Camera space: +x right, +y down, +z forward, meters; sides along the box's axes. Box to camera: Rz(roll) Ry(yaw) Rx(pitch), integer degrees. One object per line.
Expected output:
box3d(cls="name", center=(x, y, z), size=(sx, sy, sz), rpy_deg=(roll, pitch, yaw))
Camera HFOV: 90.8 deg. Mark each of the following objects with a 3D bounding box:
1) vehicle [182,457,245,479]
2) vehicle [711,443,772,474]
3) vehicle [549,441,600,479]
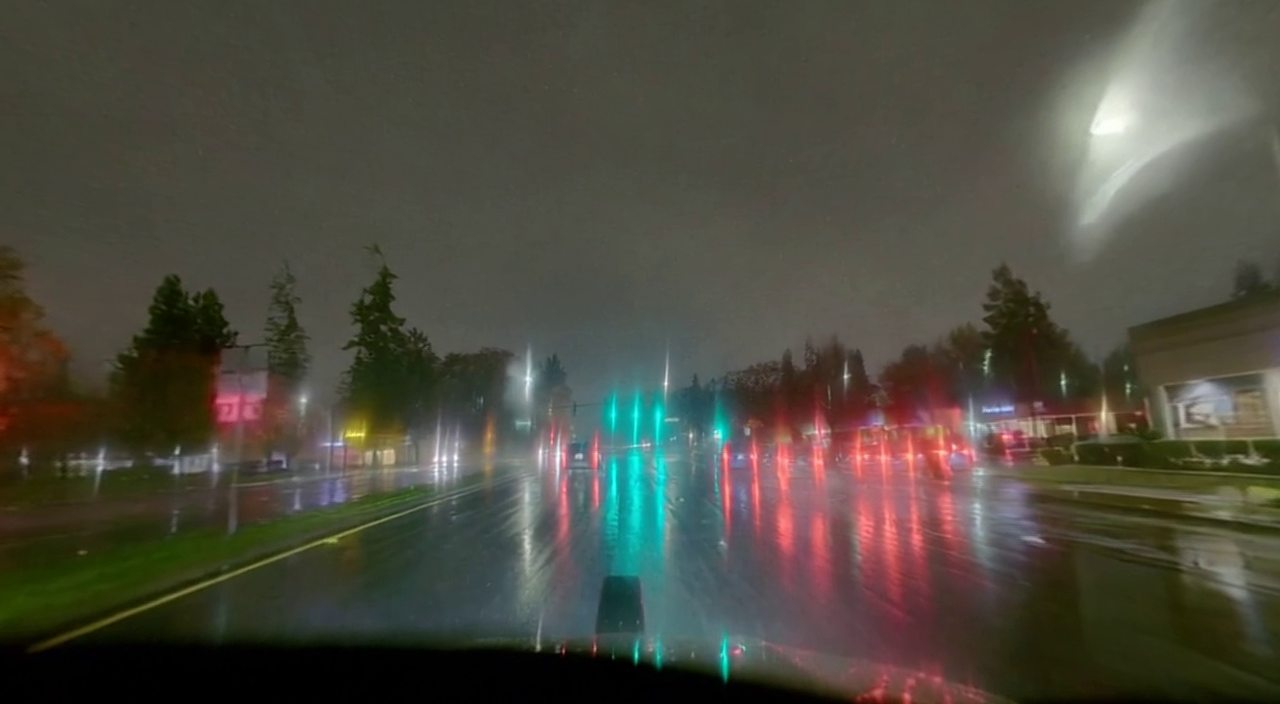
box3d(cls="vehicle", center=(-32.821, 8.899, 48.769), size=(1.847, 1.512, 4.347), rpy_deg=(0, -9, -1))
box3d(cls="vehicle", center=(5.221, 5.540, 33.187), size=(2.075, 1.475, 4.571), rpy_deg=(0, -8, -5))
box3d(cls="vehicle", center=(-2.883, 4.857, 28.791), size=(2.072, 1.545, 4.578), rpy_deg=(0, -8, -3))
